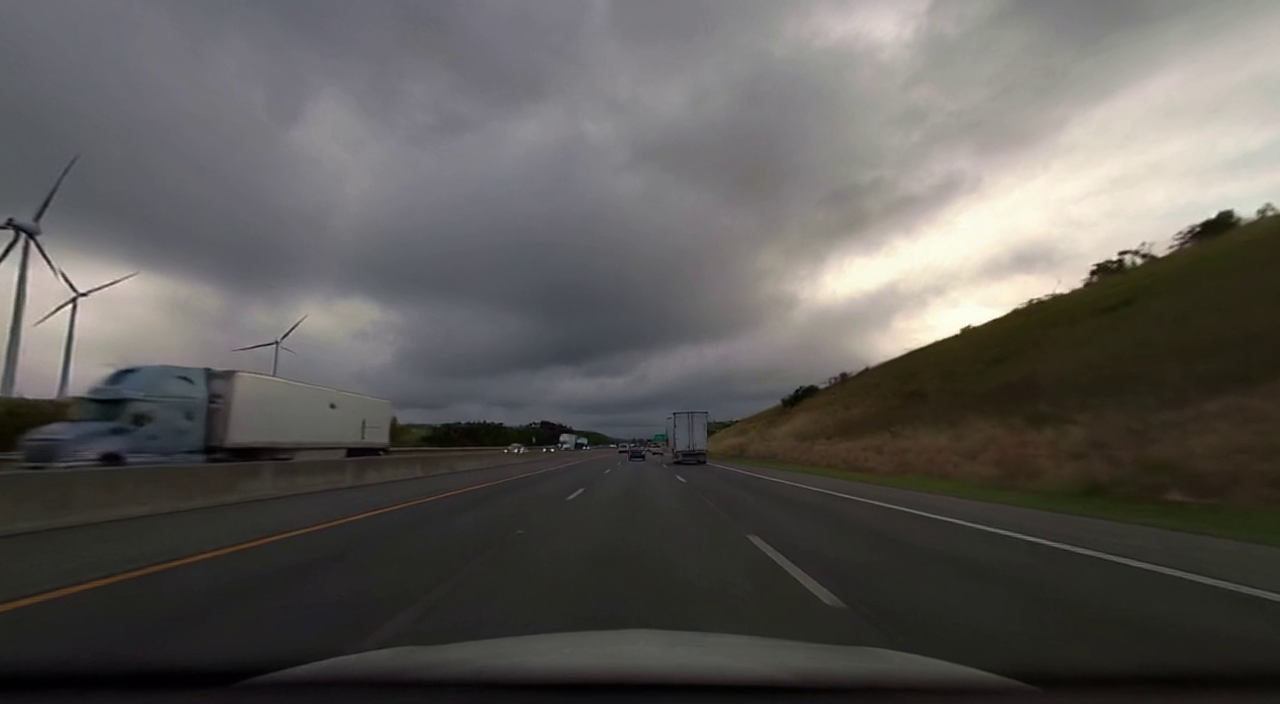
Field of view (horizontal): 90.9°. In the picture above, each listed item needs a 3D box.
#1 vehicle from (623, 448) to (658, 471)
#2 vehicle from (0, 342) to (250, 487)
[{"bbox_3d":[0.038,7.140,42.091,2.209,1.453,3.695,0,-9,0],"label":"vehicle"},{"bbox_3d":[-15.787,2.081,19.799,3.185,3.867,5.948,0,-9,-2],"label":"vehicle"}]
